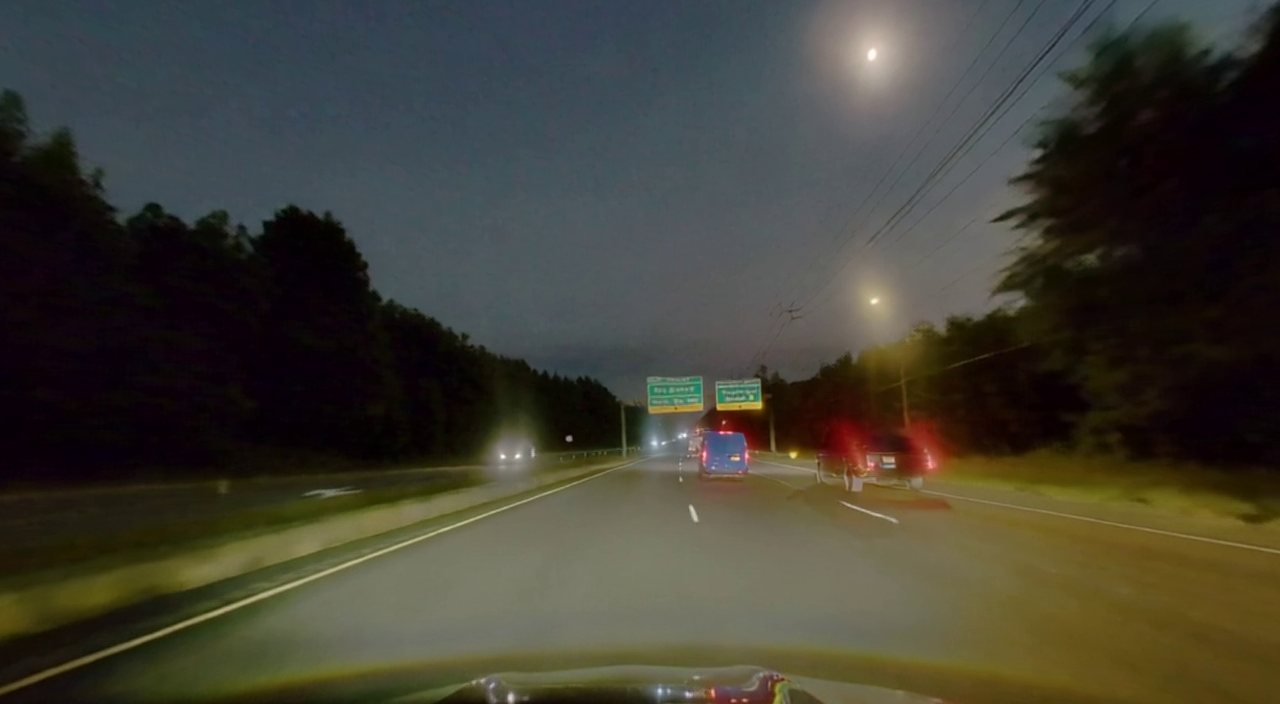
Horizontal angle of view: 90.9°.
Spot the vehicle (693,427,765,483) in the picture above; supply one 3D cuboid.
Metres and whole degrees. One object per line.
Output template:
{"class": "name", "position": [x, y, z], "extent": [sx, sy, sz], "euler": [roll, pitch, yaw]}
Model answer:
{"class": "vehicle", "position": [3.397, 4.087, 25.172], "extent": [2.261, 1.969, 5.104], "euler": [0, -9, 1]}
